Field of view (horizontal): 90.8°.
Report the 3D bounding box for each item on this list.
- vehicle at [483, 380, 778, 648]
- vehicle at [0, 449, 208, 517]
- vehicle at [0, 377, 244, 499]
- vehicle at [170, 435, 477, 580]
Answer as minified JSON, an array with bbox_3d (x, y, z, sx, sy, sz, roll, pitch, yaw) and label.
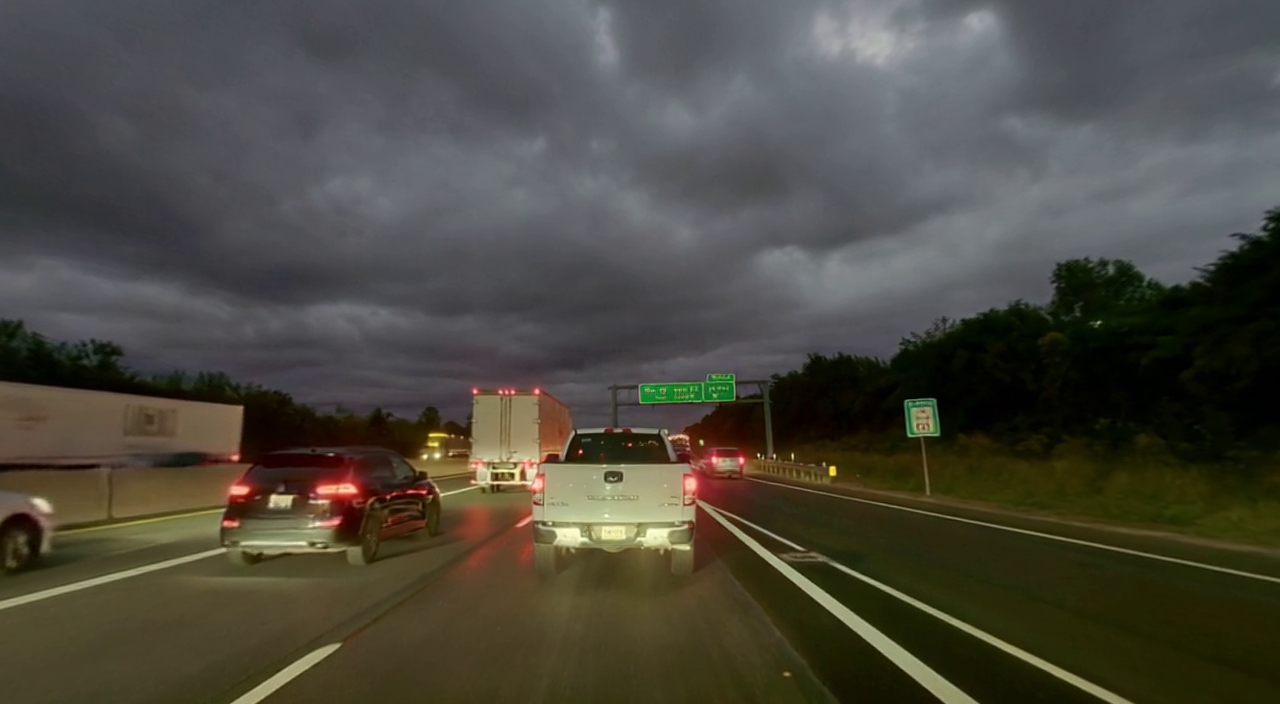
[{"bbox_3d":[-0.091,1.359,6.068,1.995,1.798,3.380,0,-9,-1],"label":"vehicle"},{"bbox_3d":[-15.415,3.705,18.490,2.037,1.692,4.846,-1,-9,0],"label":"vehicle"},{"bbox_3d":[-22.831,3.744,26.589,3.074,4.034,14.138,0,-9,0],"label":"vehicle"},{"bbox_3d":[-3.922,1.984,8.914,1.986,1.501,4.407,-1,-9,1],"label":"vehicle"}]
